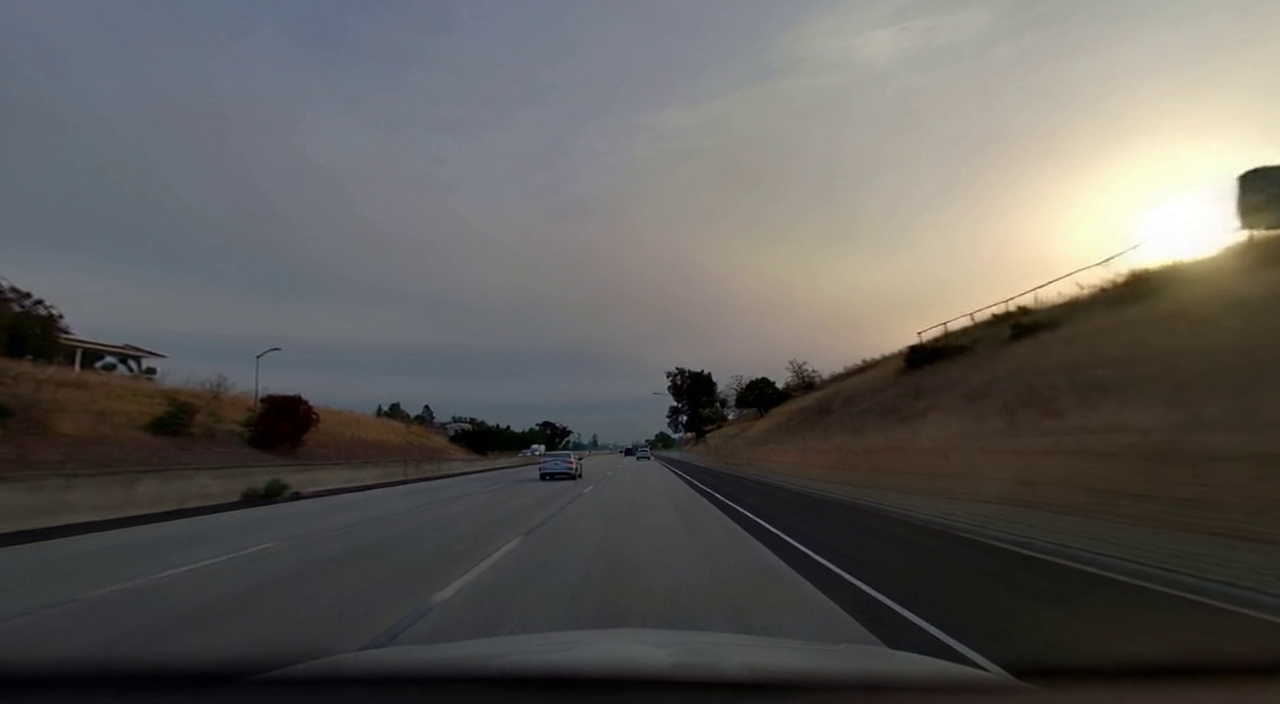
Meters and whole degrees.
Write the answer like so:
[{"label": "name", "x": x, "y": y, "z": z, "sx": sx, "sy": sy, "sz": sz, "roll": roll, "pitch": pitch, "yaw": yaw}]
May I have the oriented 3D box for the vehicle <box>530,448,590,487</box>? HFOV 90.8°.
[{"label": "vehicle", "x": -3.258, "y": 4.781, "z": 26.504, "sx": 1.978, "sy": 1.498, "sz": 4.080, "roll": 0, "pitch": -9, "yaw": 0}]
